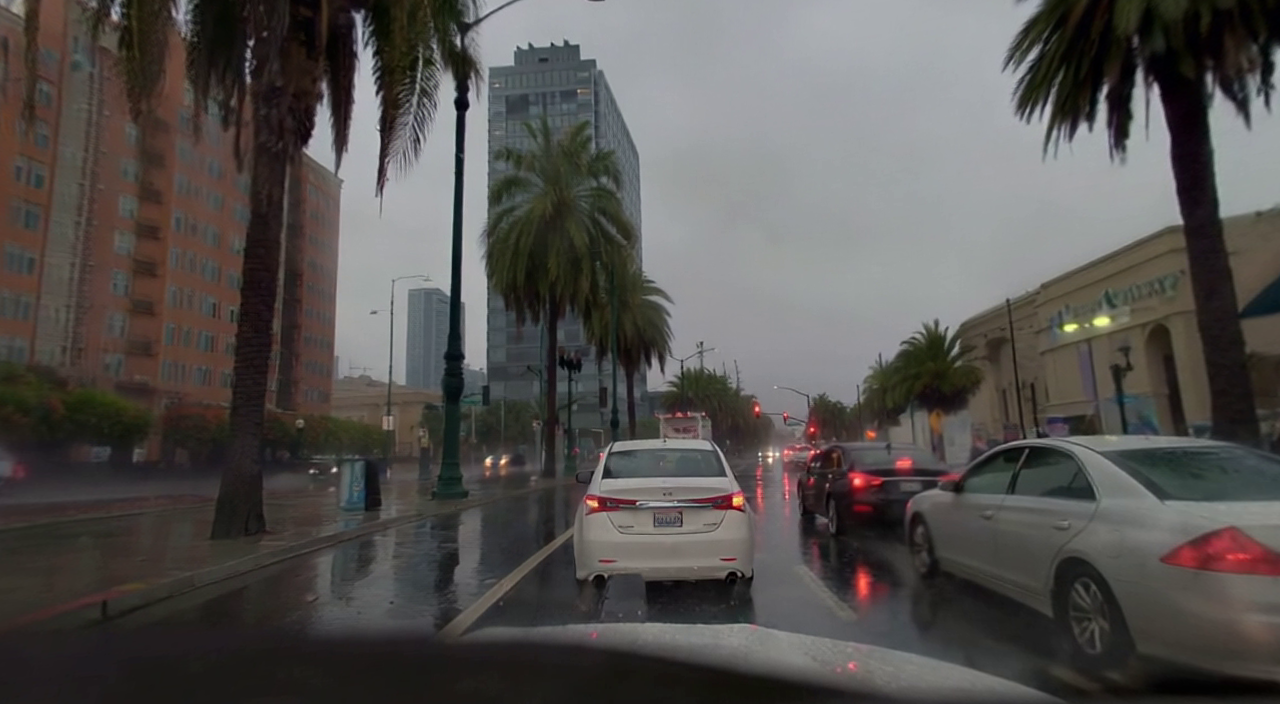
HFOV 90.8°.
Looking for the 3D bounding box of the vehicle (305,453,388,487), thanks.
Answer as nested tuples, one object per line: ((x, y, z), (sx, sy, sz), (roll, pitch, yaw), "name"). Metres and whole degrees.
((-14.787, 5.954, 32.085), (1.801, 1.563, 4.015), (-2, -9, 9), "vehicle")

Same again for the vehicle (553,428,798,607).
((0.337, 1.691, 7.281), (2.078, 1.503, 3.681), (0, -9, 1), "vehicle")

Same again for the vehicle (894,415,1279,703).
((3.642, 1.297, 4.576), (1.913, 1.469, 4.425), (-1, -9, 3), "vehicle")
